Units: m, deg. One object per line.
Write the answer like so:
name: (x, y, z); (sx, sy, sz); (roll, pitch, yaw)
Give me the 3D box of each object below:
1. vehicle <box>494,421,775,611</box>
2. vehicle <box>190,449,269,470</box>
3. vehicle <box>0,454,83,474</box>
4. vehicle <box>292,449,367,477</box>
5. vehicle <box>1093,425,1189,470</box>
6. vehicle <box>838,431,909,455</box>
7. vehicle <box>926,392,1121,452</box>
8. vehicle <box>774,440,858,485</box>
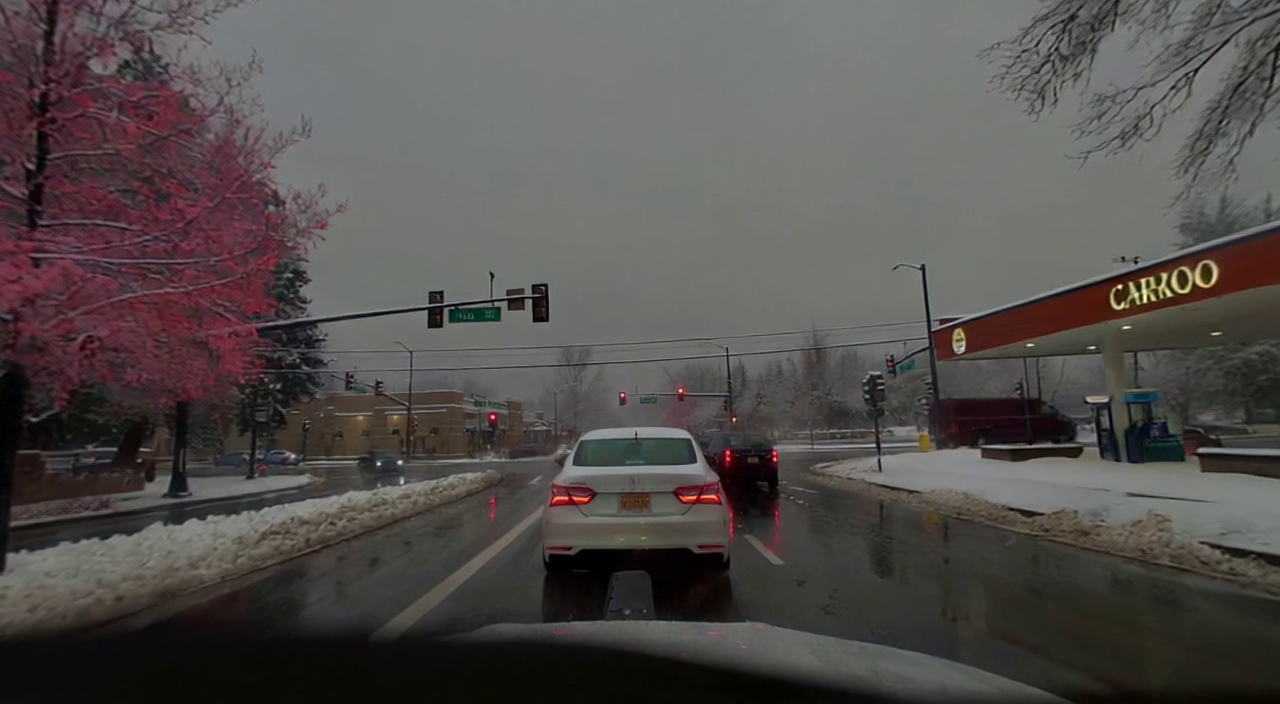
vehicle: (-0.062, 1.598, 7.081); (2.213, 1.482, 4.057); (0, -8, -1)
vehicle: (-29.454, 7.724, 45.303); (4.466, 1.438, 1.837); (-1, -8, 5)
vehicle: (-44.295, 8.275, 46.635); (4.511, 1.407, 1.764); (-1, -8, 4)
vehicle: (-18.375, 6.512, 37.200); (4.609, 1.465, 1.944); (-6, -10, 36)
vehicle: (18.570, 3.506, 23.289); (4.300, 1.495, 2.053); (8, -12, -43)
vehicle: (18.113, 7.057, 49.034); (4.656, 1.605, 1.942); (-3, -8, 4)
vehicle: (26.049, 4.899, 43.397); (10.890, 3.868, 3.021); (-1, -8, 7)
vehicle: (6.526, 4.129, 23.937); (1.942, 1.511, 4.390); (0, -8, 0)
